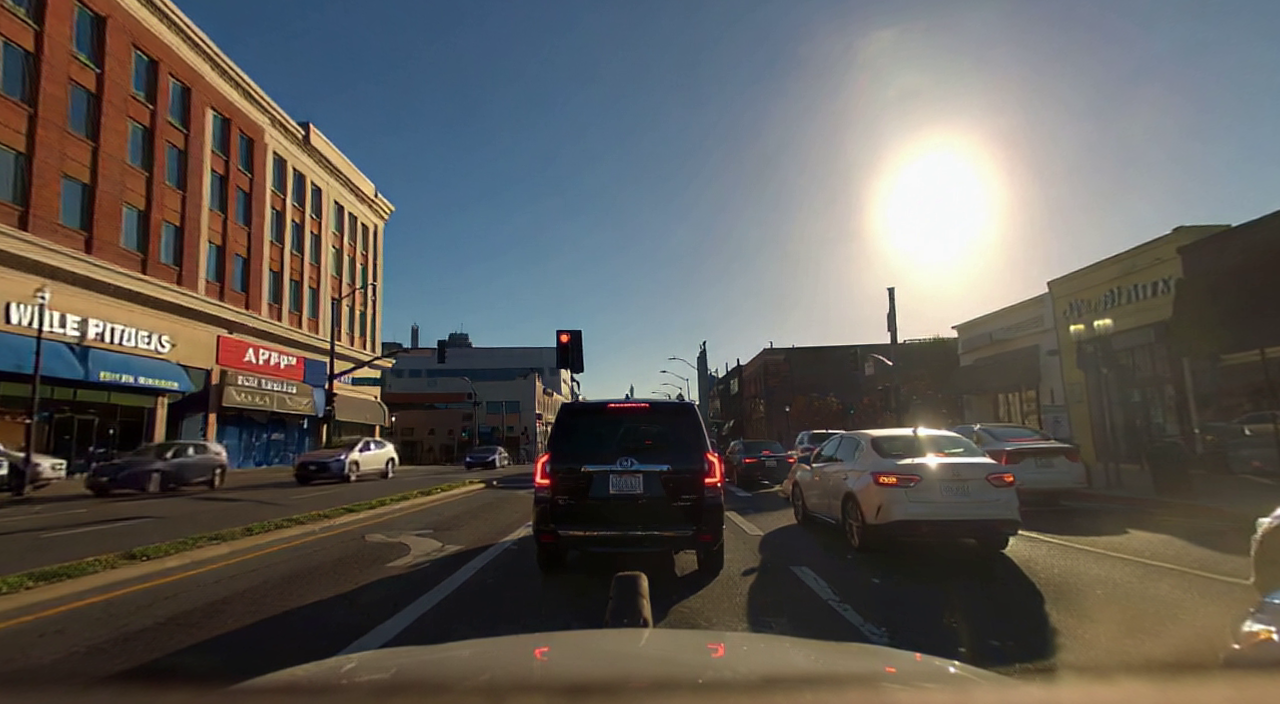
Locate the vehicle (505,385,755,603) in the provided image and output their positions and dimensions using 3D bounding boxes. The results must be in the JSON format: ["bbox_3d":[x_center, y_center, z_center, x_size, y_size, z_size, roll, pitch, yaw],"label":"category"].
[{"bbox_3d":[-0.003,1.537,7.678,2.154,1.861,4.280,0,-8,2],"label":"vehicle"}]

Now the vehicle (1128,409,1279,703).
[{"bbox_3d":[3.368,0.730,0.811,1.884,1.484,4.609,0,-8,2],"label":"vehicle"}]

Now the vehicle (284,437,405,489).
[{"bbox_3d":[-11.696,4.406,25.503,2.224,1.840,5.290,0,-8,2],"label":"vehicle"}]

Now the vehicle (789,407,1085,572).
[{"bbox_3d":[3.624,1.757,8.821,2.036,1.719,4.318,0,-8,0],"label":"vehicle"}]

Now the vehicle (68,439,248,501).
[{"bbox_3d":[-15.100,3.675,20.201,2.102,1.737,4.570,0,-8,1],"label":"vehicle"}]

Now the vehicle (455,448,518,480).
[{"bbox_3d":[-7.762,5.685,32.343,1.930,1.484,4.252,-1,-8,3],"label":"vehicle"}]
